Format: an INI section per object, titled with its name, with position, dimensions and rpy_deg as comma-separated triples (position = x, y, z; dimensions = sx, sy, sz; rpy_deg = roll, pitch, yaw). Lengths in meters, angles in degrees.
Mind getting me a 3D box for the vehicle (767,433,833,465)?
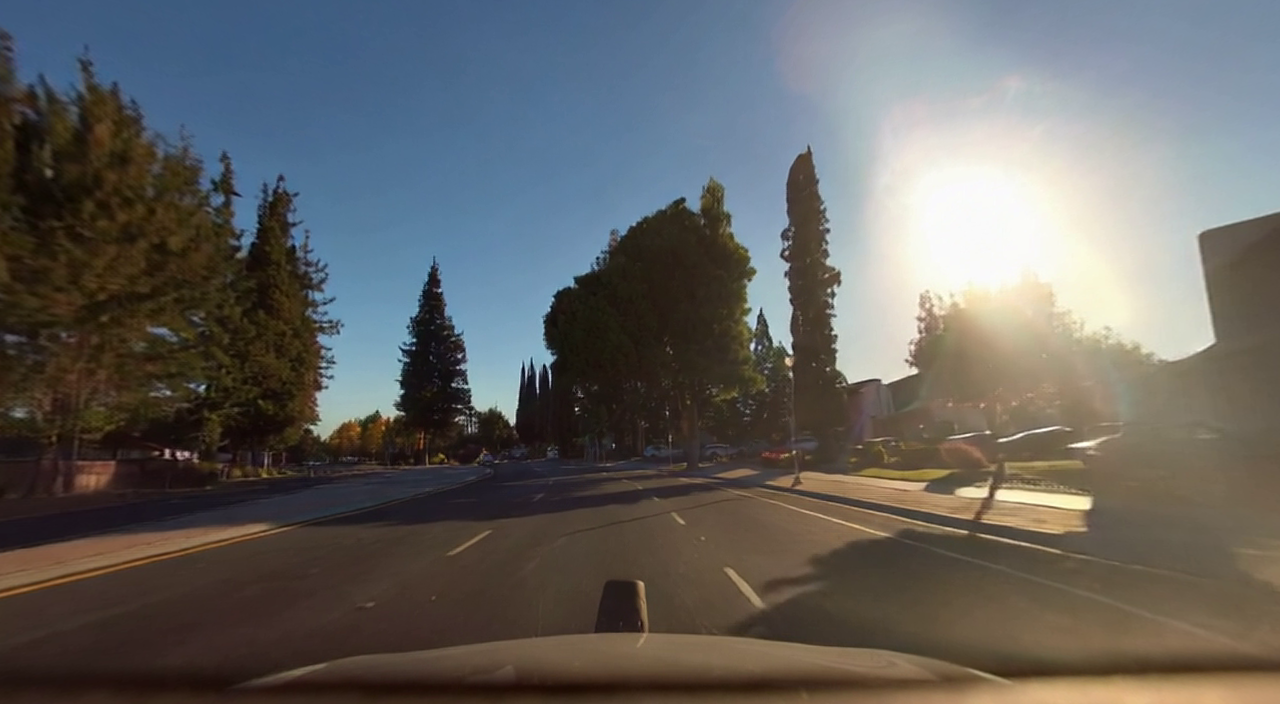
[vehicle]
position = 10.409, 6.283, 40.814
dimensions = 2.110, 1.863, 4.977
rpy_deg = -10, -12, 38
